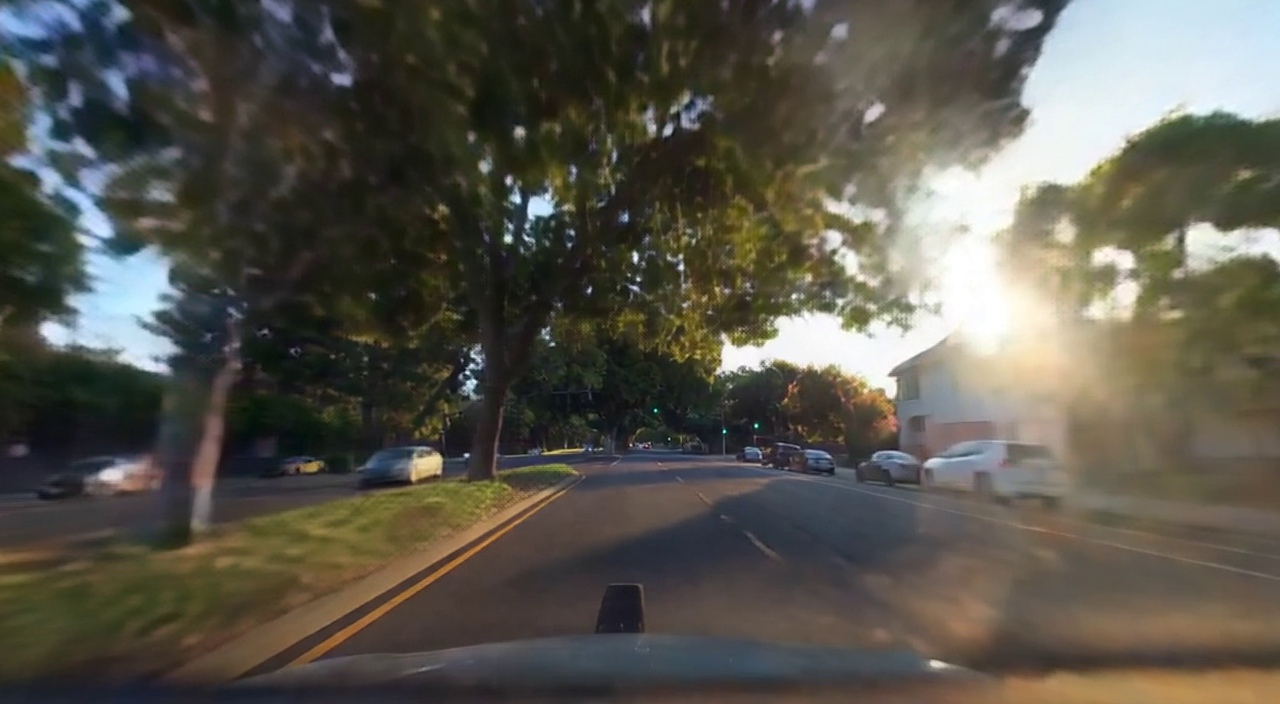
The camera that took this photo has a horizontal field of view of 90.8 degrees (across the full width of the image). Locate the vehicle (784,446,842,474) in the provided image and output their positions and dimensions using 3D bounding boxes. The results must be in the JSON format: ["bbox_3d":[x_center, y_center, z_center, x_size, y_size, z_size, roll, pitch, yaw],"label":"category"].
[{"bbox_3d":[9.775,6.121,36.088,1.931,1.473,4.742,0,-8,0],"label":"vehicle"}]

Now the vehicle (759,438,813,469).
[{"bbox_3d":[9.779,6.854,42.866,2.245,1.983,5.433,0,-8,-1],"label":"vehicle"}]

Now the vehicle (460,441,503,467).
[{"bbox_3d":[-11.411,7.370,45.811,1.940,1.740,4.356,0,-8,1],"label":"vehicle"}]

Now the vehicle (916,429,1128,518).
[{"bbox_3d":[9.851,3.155,17.109,2.176,1.893,5.744,2,-8,0],"label":"vehicle"}]

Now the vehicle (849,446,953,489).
[{"bbox_3d":[9.825,4.353,24.221,1.991,1.490,4.470,0,-8,-1],"label":"vehicle"}]

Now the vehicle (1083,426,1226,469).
[{"bbox_3d":[22.497,4.200,27.766,4.421,1.793,2.091,0,-9,0],"label":"vehicle"}]

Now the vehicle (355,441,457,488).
[{"bbox_3d":[-8.205,3.974,22.639,1.922,1.486,4.392,0,-8,0],"label":"vehicle"}]

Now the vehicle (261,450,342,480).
[{"bbox_3d":[-18.309,6.108,34.437,1.844,1.480,4.729,0,-8,-1],"label":"vehicle"}]

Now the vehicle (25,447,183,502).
[{"bbox_3d":[-18.370,4.168,21.956,1.842,1.660,4.120,0,-8,0],"label":"vehicle"}]
